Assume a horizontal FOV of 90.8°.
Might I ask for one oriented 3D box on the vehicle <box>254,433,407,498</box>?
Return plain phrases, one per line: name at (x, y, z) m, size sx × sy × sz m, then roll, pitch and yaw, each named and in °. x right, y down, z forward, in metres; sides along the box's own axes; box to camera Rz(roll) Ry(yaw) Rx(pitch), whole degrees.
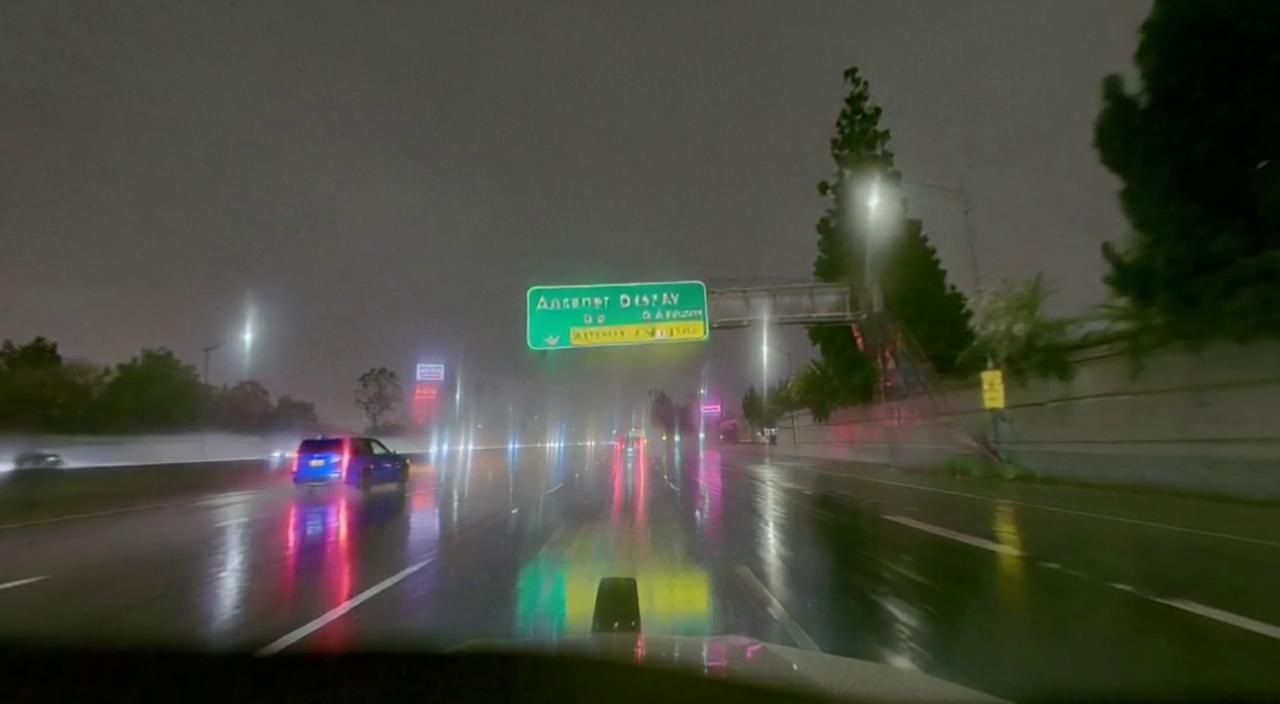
vehicle at (-8.331, 3.083, 17.563) m, size 1.971 × 1.552 × 4.465 m, roll 0°, pitch -8°, yaw 0°
